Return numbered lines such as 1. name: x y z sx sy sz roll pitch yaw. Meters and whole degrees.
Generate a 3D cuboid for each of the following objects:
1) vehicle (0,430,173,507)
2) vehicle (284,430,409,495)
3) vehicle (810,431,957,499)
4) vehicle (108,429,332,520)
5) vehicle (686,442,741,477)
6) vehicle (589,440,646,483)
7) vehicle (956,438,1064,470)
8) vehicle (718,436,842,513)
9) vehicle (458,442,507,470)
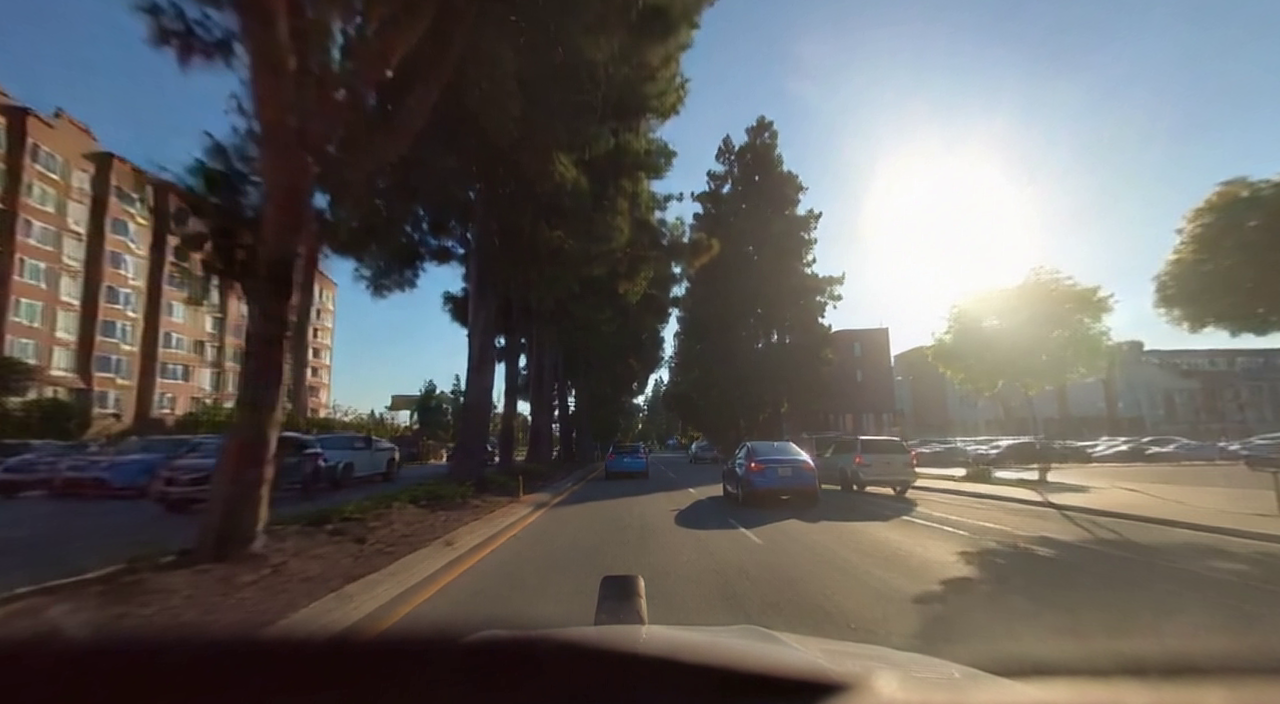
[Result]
1. vehicle: -16.256 3.279 18.208 1.978 1.905 4.702 0 -9 -1
2. vehicle: -9.077 3.454 20.018 1.927 1.788 4.541 1 -9 -3
3. vehicle: 7.143 3.407 19.360 2.224 1.772 5.325 0 -9 -2
4. vehicle: -9.006 2.629 14.169 2.019 1.668 4.433 -1 -8 -1
5. vehicle: 3.286 4.891 28.975 1.908 1.453 4.230 0 -9 -2
6. vehicle: -0.799 4.120 23.921 1.994 1.479 3.647 0 -9 0
7. vehicle: 20.528 5.690 35.201 4.697 1.691 2.106 0 -9 -1
8. vehicle: 2.995 2.719 14.424 1.852 1.498 3.825 0 -9 -2
9. vehicle: -9.510 6.315 38.471 1.953 1.612 4.204 0 -9 -1
